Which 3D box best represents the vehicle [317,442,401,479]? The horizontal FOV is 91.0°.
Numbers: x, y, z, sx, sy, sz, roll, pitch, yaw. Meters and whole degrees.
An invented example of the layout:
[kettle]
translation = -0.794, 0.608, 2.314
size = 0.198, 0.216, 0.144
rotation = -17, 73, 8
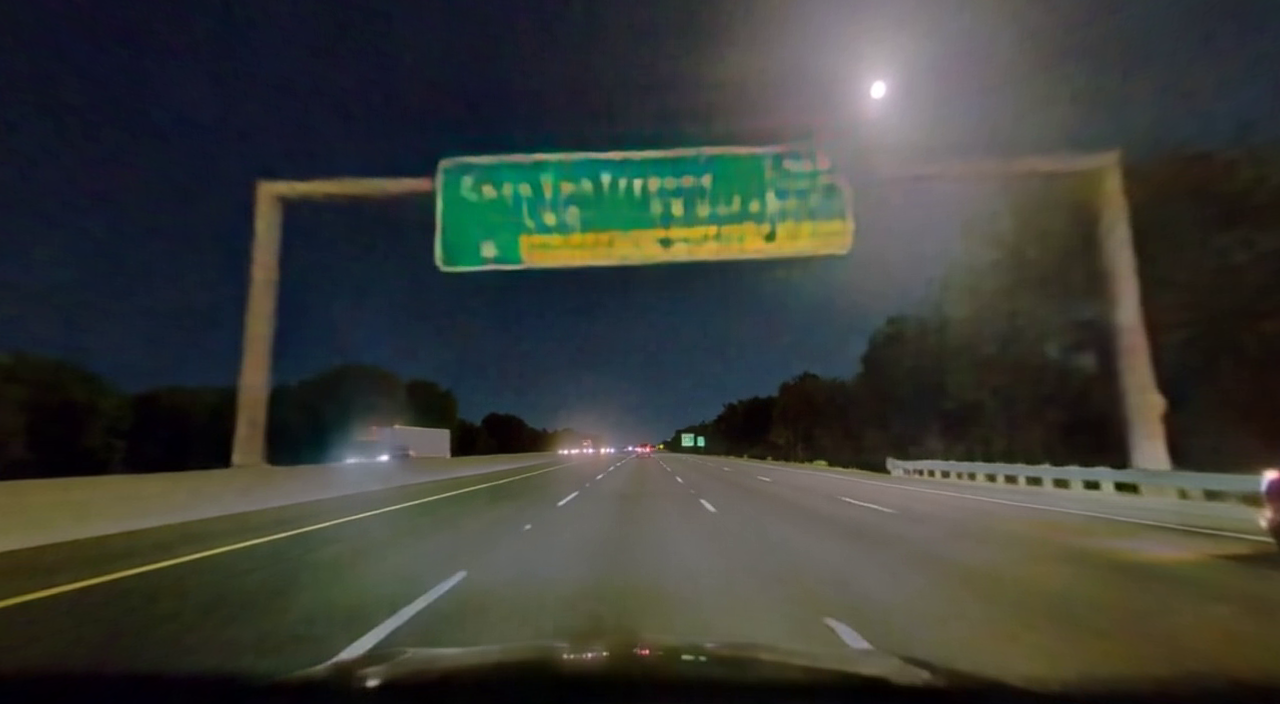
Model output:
[vehicle]
translation = -17.045, 6.593, 38.675
size = 2.300, 2.045, 5.945
rotation = 0, -9, 1
